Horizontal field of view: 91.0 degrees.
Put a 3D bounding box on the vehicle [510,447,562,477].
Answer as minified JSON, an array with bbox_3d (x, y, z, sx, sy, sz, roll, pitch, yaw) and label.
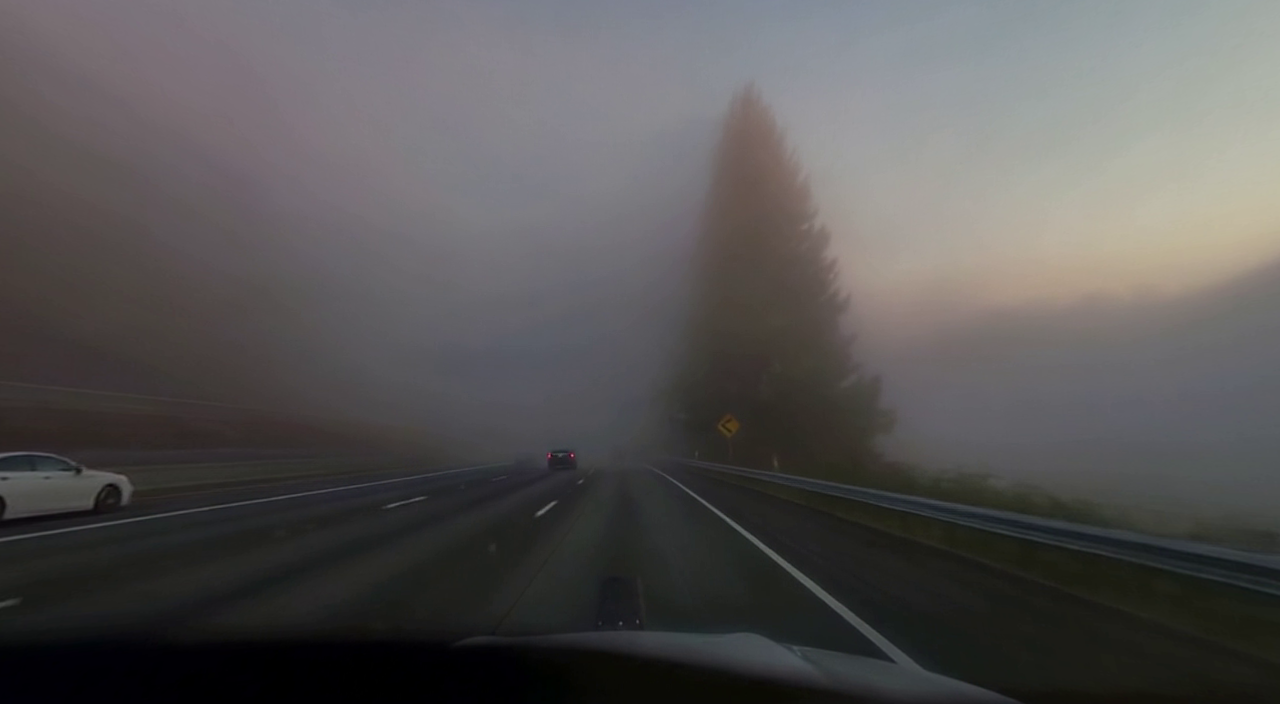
[{"bbox_3d":[-5.416,5.767,33.308,2.120,1.458,4.031,0,-9,-1],"label":"vehicle"}]

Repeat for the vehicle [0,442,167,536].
[{"bbox_3d":[-11.235,2.381,11.263,1.960,1.487,4.593,0,-9,0],"label":"vehicle"}]
